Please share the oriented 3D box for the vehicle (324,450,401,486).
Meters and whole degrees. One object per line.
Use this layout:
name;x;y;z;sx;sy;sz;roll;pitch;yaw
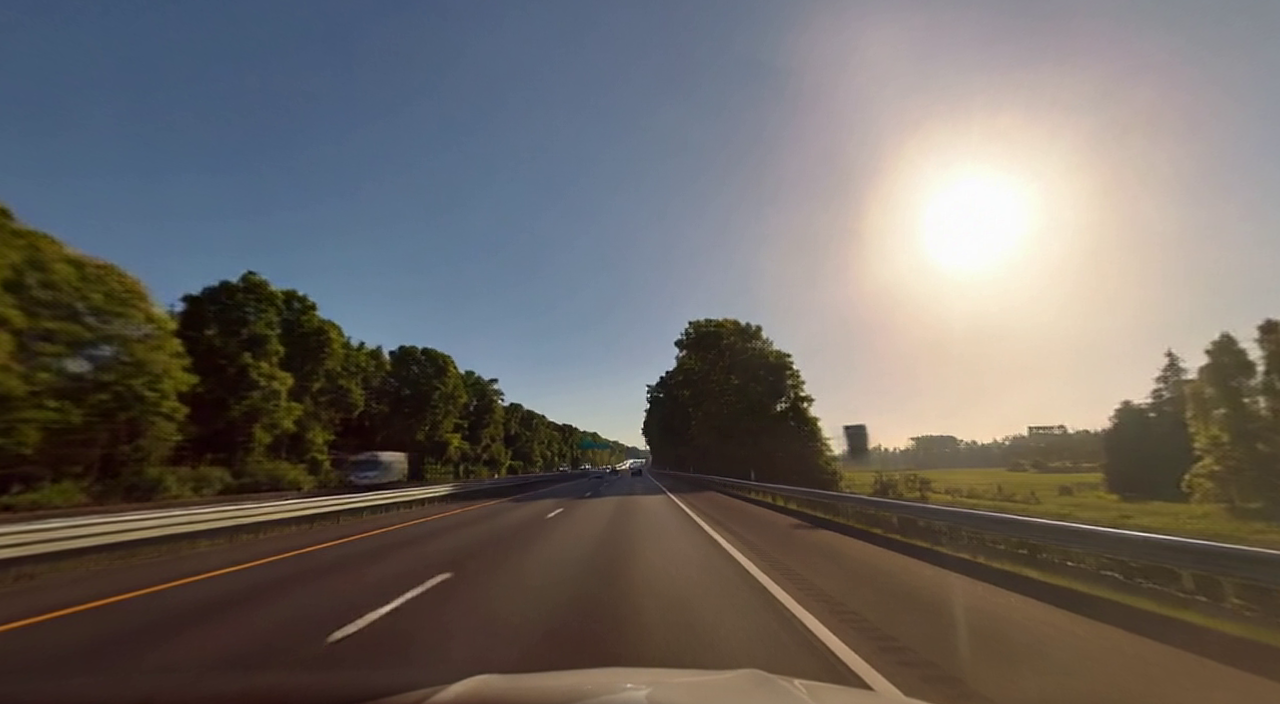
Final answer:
vehicle;-15.997;6.771;36.670;2.136;1.895;5.181;1;-11;0
